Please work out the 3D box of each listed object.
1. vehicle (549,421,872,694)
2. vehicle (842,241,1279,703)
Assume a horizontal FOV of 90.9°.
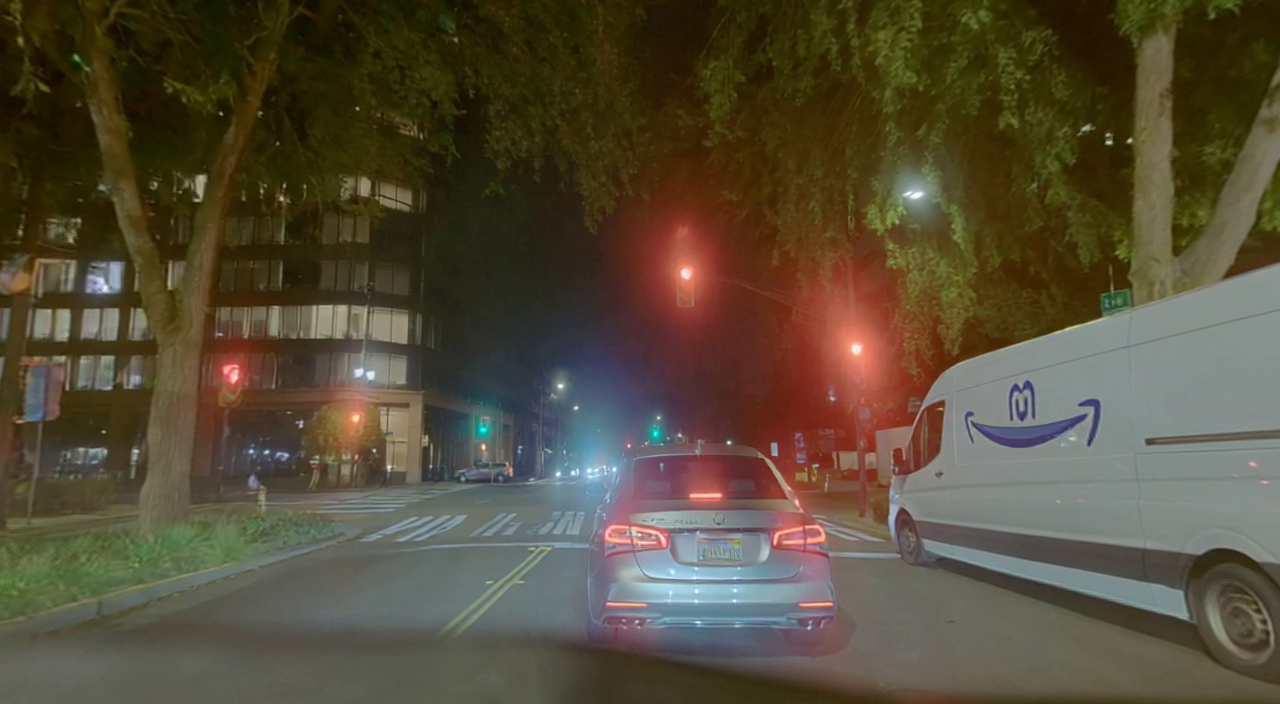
[{"bbox_3d":[0.393,1.590,5.729,1.961,1.629,3.610,1,-11,-1],"label":"vehicle"},{"bbox_3d":[2.849,0.891,2.899,2.054,1.965,5.248,1,-11,0],"label":"vehicle"}]
